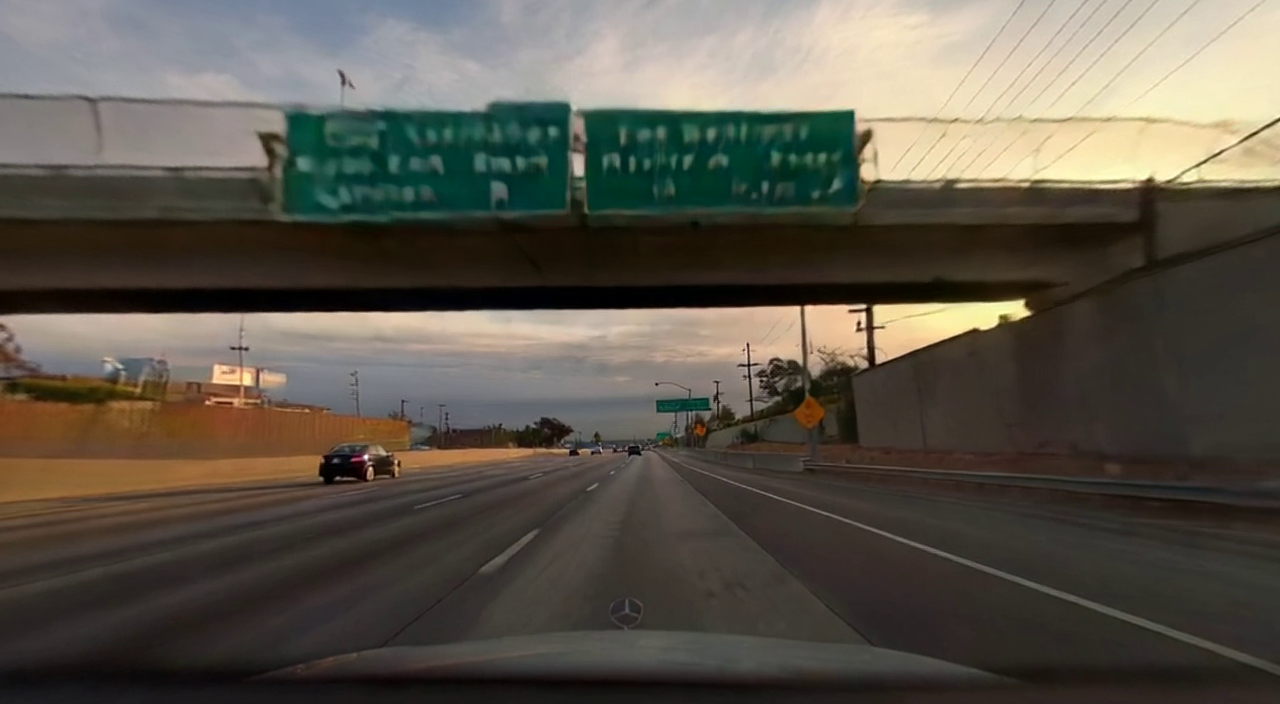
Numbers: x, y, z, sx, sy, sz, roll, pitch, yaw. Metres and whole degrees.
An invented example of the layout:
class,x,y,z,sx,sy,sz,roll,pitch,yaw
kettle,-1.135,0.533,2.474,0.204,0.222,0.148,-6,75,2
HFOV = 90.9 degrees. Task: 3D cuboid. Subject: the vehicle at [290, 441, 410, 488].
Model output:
class,x,y,z,sx,sy,sz,roll,pitch,yaw
vehicle,-10.188,3.964,22.607,2.056,1.476,4.562,0,-8,1
